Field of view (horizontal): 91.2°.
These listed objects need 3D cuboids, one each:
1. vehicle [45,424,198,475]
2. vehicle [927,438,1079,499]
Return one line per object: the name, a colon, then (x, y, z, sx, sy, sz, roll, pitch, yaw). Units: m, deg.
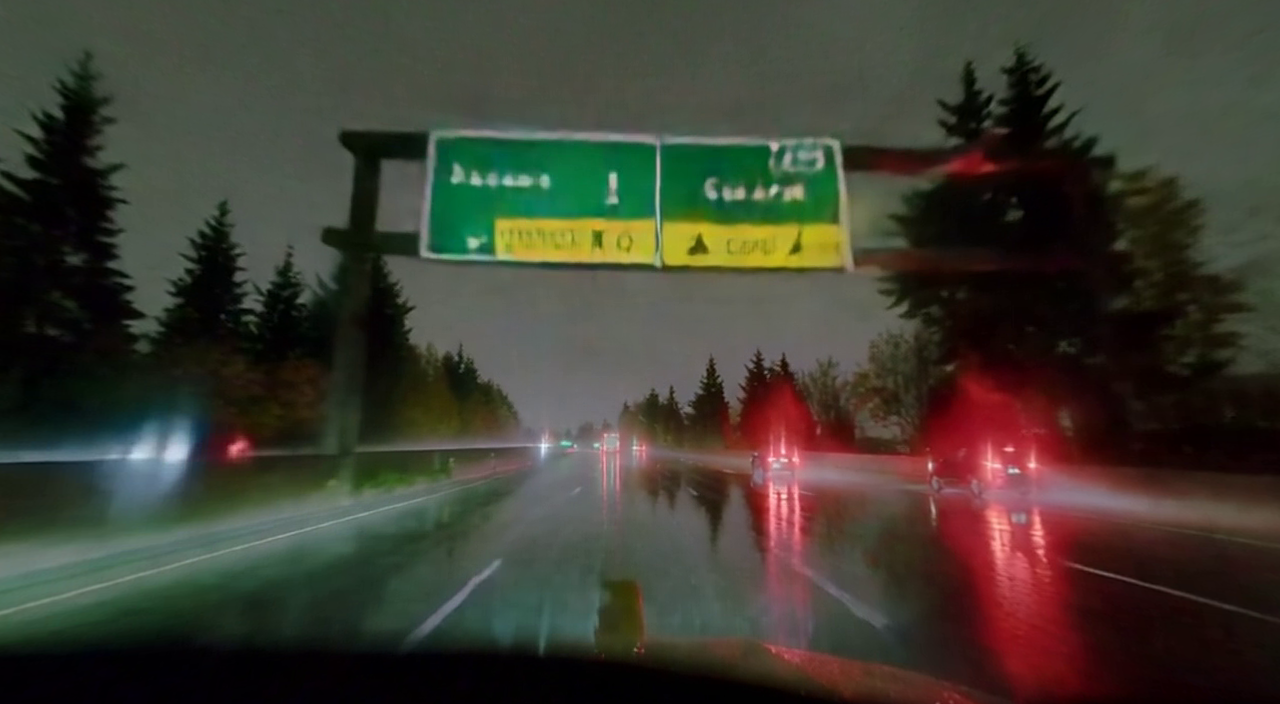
vehicle: (-17.157, 3.268, 21.026, 1.776, 1.493, 3.970, 0, -9, -2)
vehicle: (9.806, 3.165, 17.335, 1.853, 1.463, 3.780, 0, -9, -1)
